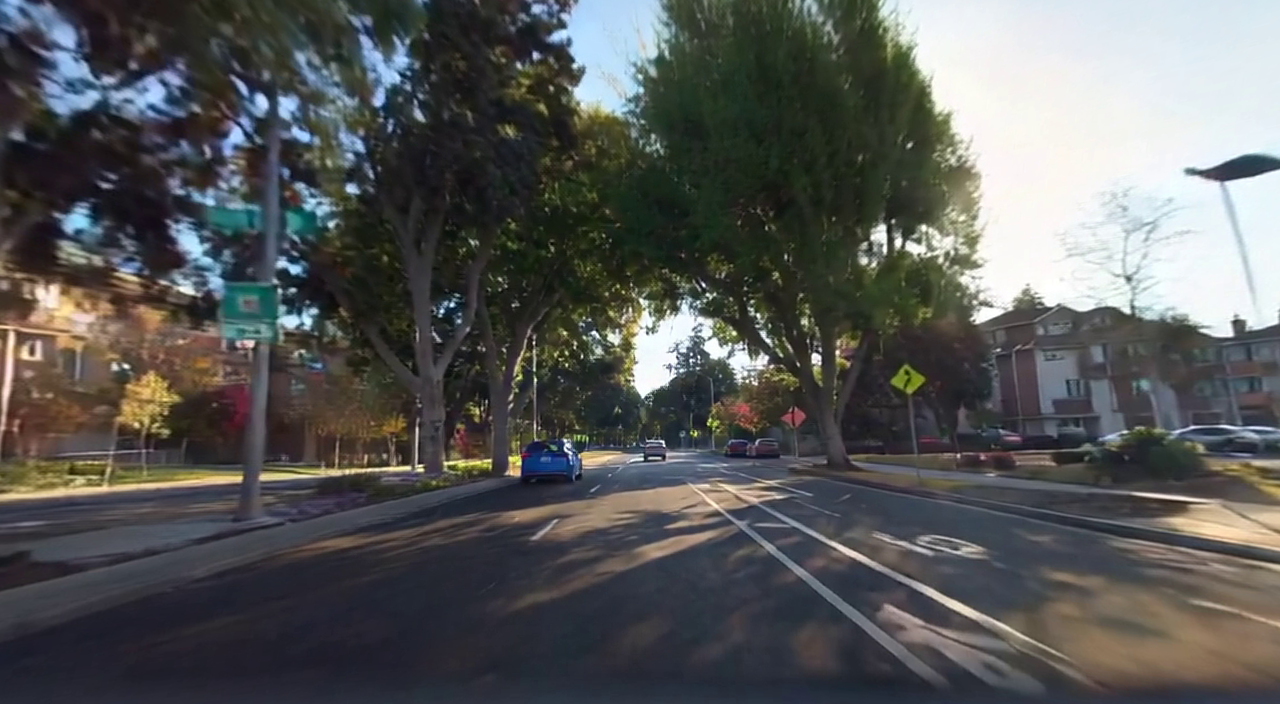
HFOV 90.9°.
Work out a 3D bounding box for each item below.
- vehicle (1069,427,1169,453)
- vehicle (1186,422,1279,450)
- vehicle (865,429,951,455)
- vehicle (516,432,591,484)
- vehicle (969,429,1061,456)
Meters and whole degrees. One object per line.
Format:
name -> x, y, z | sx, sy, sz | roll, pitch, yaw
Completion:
vehicle -> 29.040, 5.392, 38.324 | 4.479, 1.470, 1.823 | -1, -9, 2
vehicle -> 36.416, 5.151, 38.763 | 4.045, 1.426, 1.701 | -2, -4, 1
vehicle -> 20.515, 6.926, 48.349 | 5.571, 1.931, 2.145 | 0, -8, 0
vehicle -> -3.253, 4.090, 24.628 | 2.150, 1.812, 4.423 | 0, -8, 2
vehicle -> 22.768, 5.517, 38.389 | 4.325, 1.534, 1.876 | 0, -8, 0
